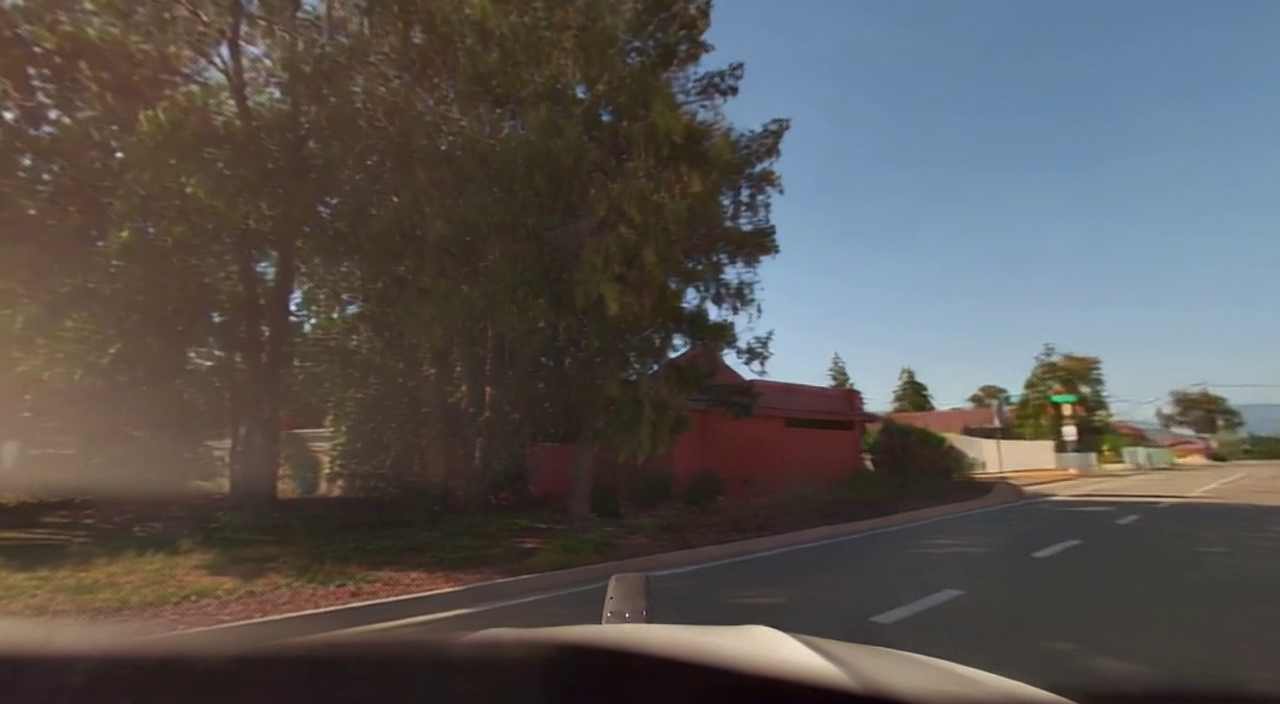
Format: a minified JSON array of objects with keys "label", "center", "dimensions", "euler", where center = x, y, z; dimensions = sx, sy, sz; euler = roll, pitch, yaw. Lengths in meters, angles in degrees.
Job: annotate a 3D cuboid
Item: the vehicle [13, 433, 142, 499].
[{"label":"vehicle","center":[-16.712,3.261,18.814],"dimensions":[2.449,1.666,5.035],"euler":[7,-10,-41]}]
